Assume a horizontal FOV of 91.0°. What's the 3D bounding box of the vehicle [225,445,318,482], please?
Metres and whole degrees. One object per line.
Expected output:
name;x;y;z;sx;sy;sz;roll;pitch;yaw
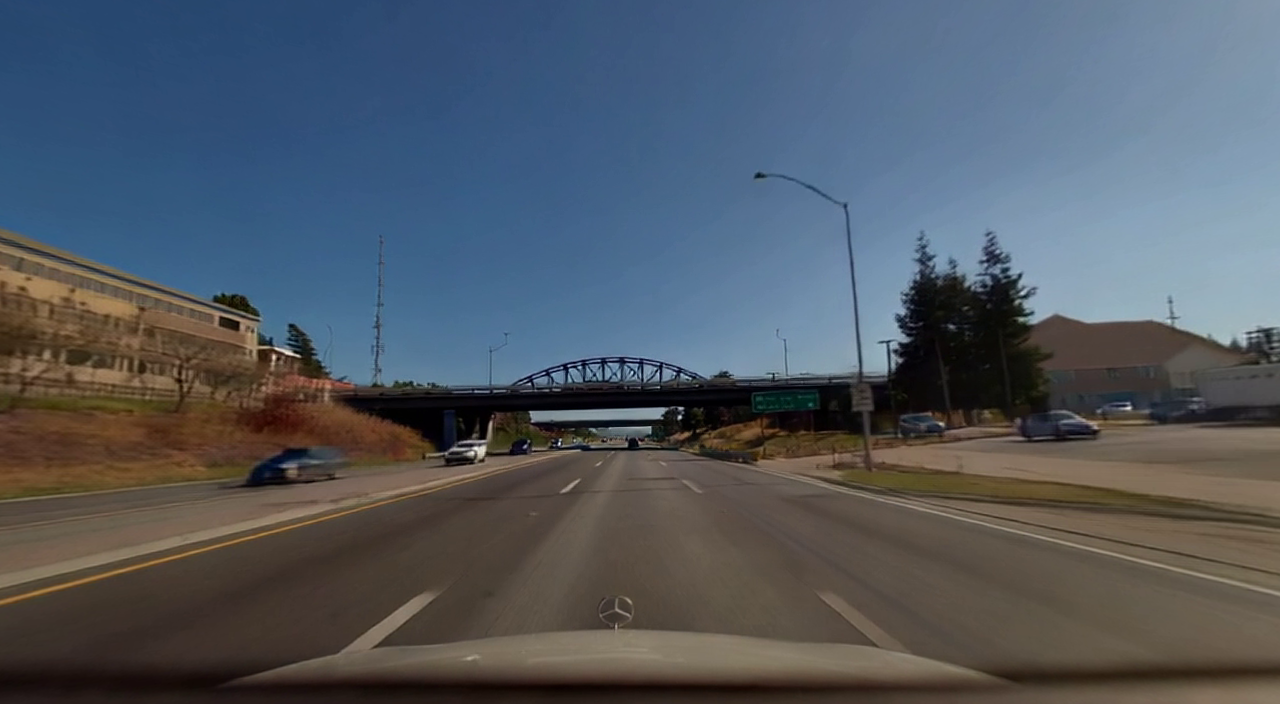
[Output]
vehicle;-15.397;4.647;26.525;1.707;1.418;3.736;0;-8;-1

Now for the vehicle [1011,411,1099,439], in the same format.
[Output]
vehicle;23.229;4.164;35.453;1.807;1.447;4.441;0;-8;-2

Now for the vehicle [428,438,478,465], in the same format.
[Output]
vehicle;-12.181;6.484;41.275;2.008;1.635;4.139;0;-8;-1
